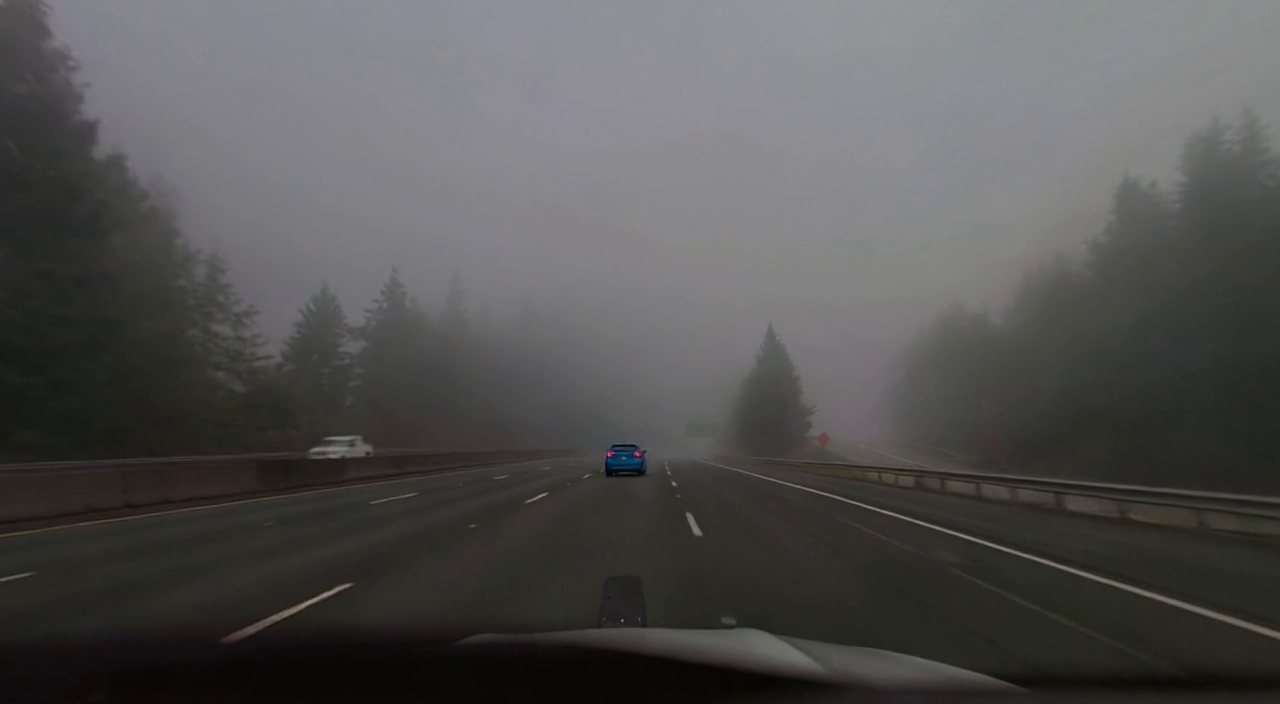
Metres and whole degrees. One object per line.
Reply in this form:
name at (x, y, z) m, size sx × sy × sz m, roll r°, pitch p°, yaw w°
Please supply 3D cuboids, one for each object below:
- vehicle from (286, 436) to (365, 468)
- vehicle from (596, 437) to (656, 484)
vehicle at (-21.444, 6.820, 43.088) m, size 2.342 × 1.981 × 5.534 m, roll -1°, pitch -8°, yaw 3°
vehicle at (-0.479, 4.306, 25.265) m, size 2.133 × 1.686 × 4.203 m, roll -1°, pitch -8°, yaw 3°
